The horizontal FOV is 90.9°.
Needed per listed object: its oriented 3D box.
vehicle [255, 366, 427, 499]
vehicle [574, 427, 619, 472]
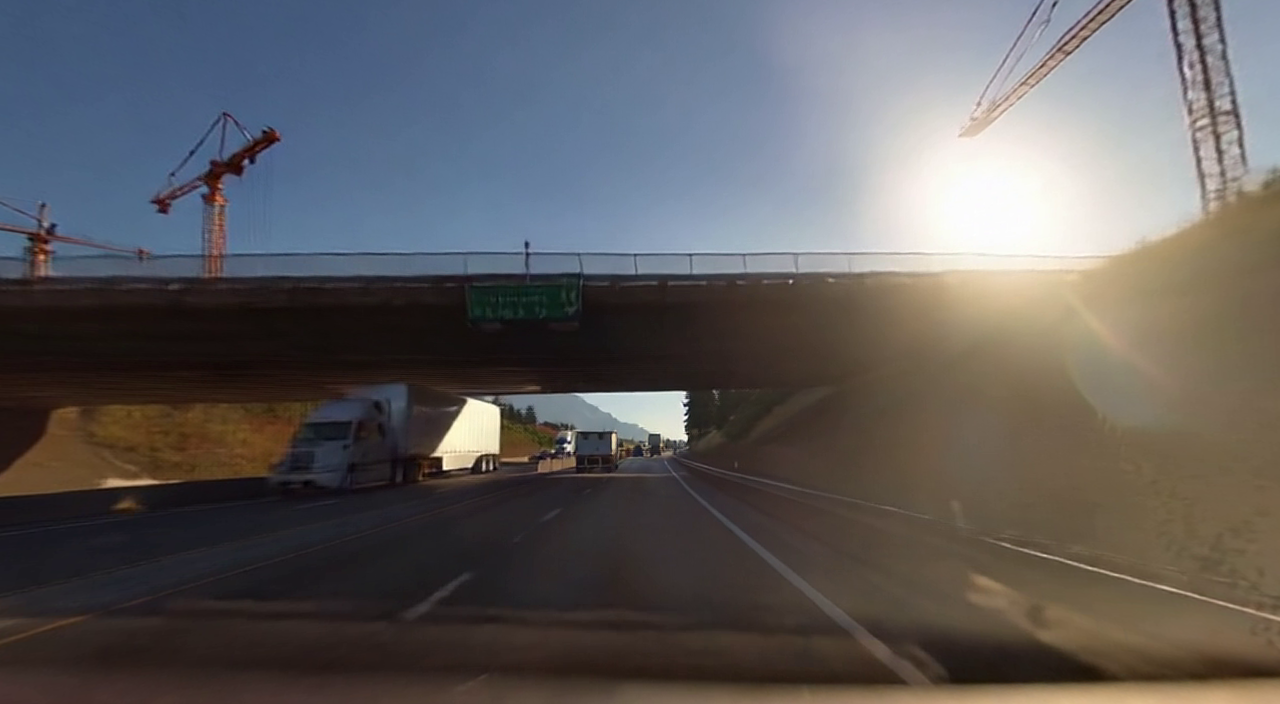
[{"bbox_3d":[-10.006,2.853,21.976,2.918,3.990,5.826,0,-9,1],"label":"vehicle"},{"bbox_3d":[-2.872,6.691,43.225,2.565,2.771,6.641,0,-9,1],"label":"vehicle"}]
